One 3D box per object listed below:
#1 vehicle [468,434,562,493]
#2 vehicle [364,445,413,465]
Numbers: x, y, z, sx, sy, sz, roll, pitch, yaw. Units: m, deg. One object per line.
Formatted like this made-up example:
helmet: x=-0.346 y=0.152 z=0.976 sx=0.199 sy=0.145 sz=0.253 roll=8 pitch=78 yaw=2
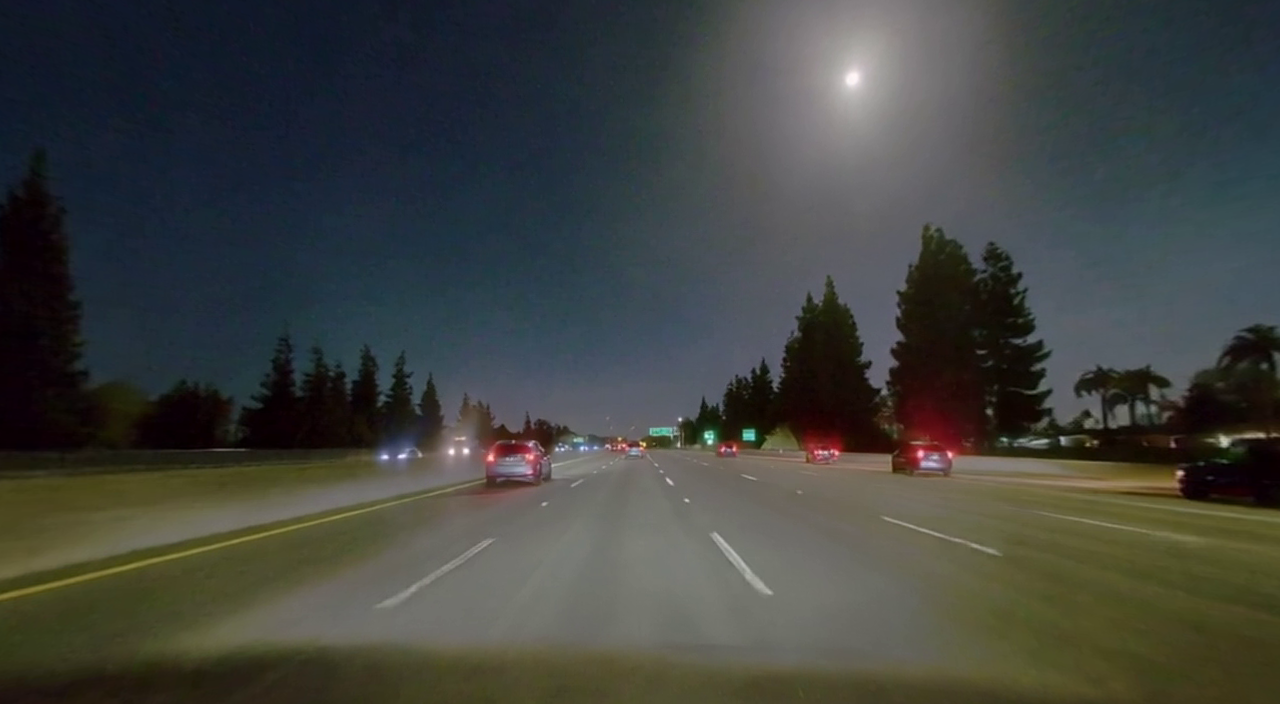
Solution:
vehicle: x=-3.725 y=3.412 z=19.769 sx=1.996 sy=1.617 sz=4.637 roll=0 pitch=-8 yaw=0
vehicle: x=-19.537 y=7.977 z=49.268 sx=1.962 sy=1.469 sz=4.599 roll=0 pitch=-8 yaw=0
